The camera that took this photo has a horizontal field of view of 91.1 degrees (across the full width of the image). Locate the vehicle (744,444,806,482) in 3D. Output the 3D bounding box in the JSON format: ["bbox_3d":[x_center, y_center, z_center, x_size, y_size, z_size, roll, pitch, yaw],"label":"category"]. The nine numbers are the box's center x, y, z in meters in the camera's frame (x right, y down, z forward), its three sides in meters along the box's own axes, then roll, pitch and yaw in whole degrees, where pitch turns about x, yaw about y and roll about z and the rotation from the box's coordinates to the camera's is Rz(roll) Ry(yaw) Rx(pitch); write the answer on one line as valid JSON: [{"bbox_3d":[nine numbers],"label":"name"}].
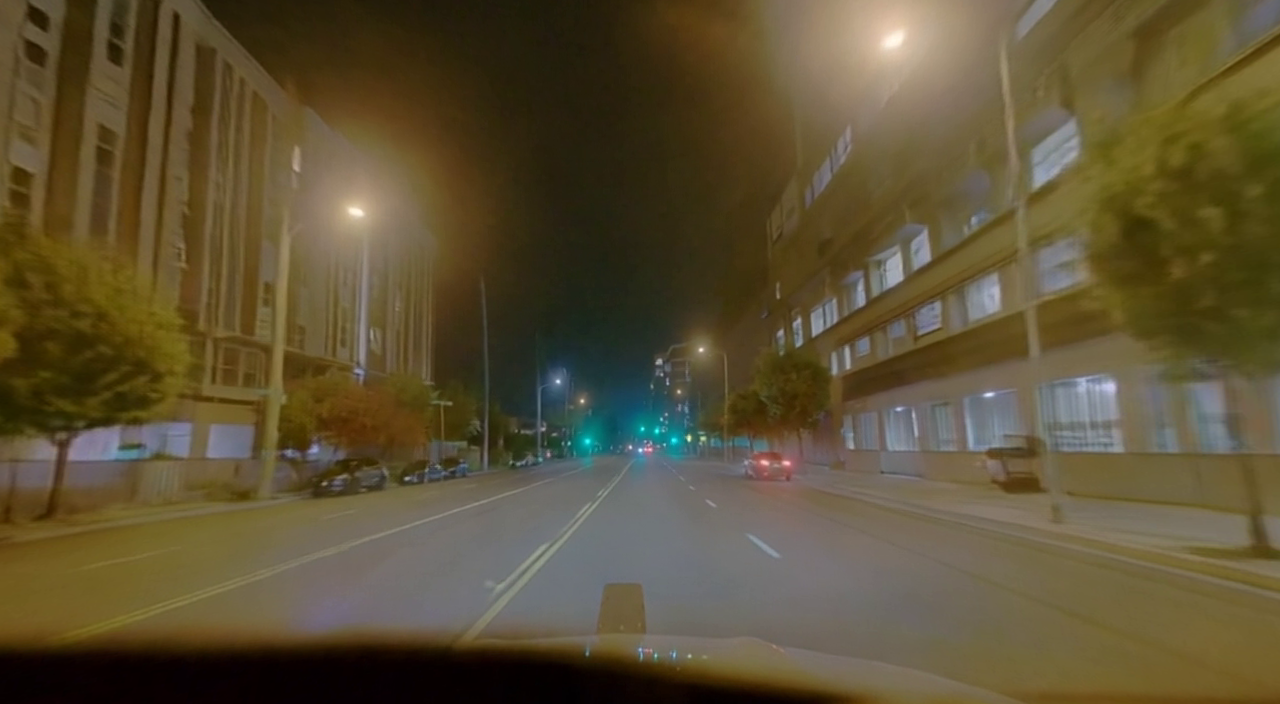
[{"bbox_3d":[6.775,5.613,32.150,2.078,1.766,5.474,0,-9,1],"label":"vehicle"}]

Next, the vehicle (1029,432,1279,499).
[{"bbox_3d":[13.025,2.851,15.943,4.833,1.554,2.085,0,-9,1],"label":"vehicle"}]

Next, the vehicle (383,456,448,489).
[{"bbox_3d":[-11.763,6.317,33.187,1.876,1.502,4.506,-3,-9,-1],"label":"vehicle"}]

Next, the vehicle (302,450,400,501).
[{"bbox_3d":[-11.878,5.062,26.165,1.979,1.759,4.435,-3,-9,0],"label":"vehicle"}]
